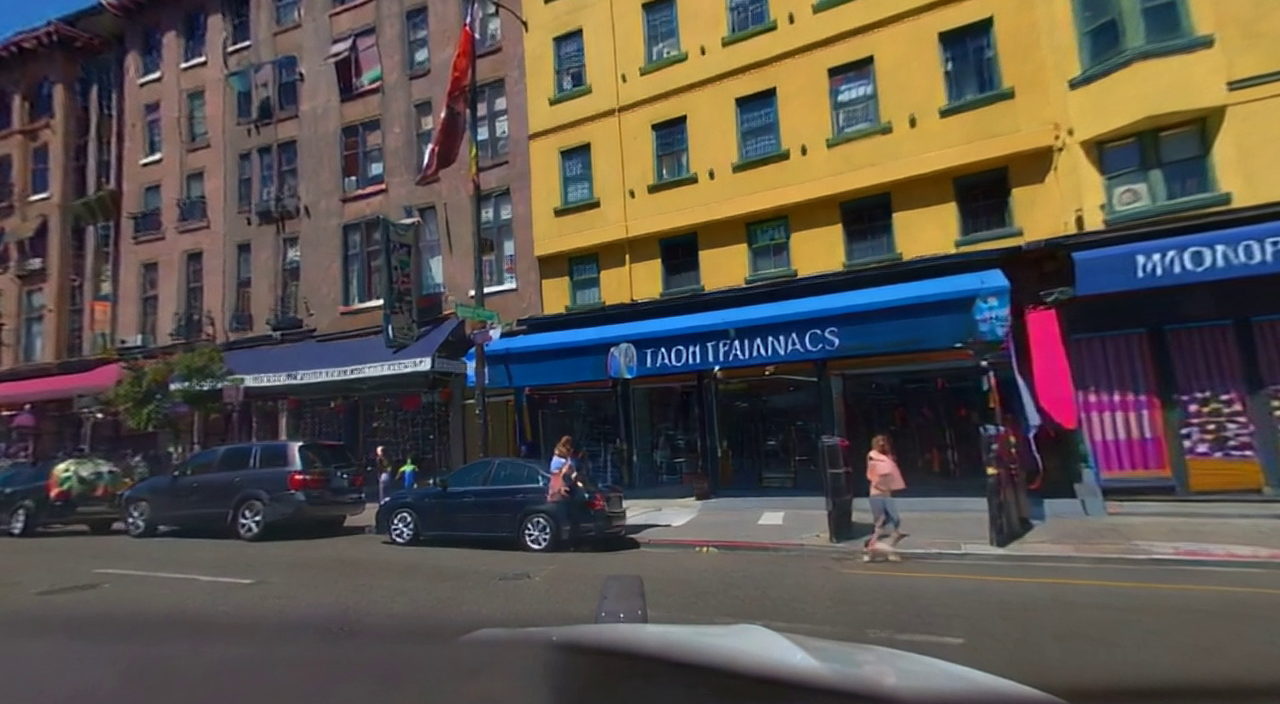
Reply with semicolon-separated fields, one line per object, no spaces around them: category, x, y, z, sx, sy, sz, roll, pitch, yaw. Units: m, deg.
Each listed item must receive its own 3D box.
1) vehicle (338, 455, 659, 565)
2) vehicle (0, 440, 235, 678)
vehicle;-2.273;2.420;10.264;4.830;1.421;1.826;-4;-9;20
vehicle;-5.765;1.489;5.237;4.330;1.458;1.932;-4;-9;25
